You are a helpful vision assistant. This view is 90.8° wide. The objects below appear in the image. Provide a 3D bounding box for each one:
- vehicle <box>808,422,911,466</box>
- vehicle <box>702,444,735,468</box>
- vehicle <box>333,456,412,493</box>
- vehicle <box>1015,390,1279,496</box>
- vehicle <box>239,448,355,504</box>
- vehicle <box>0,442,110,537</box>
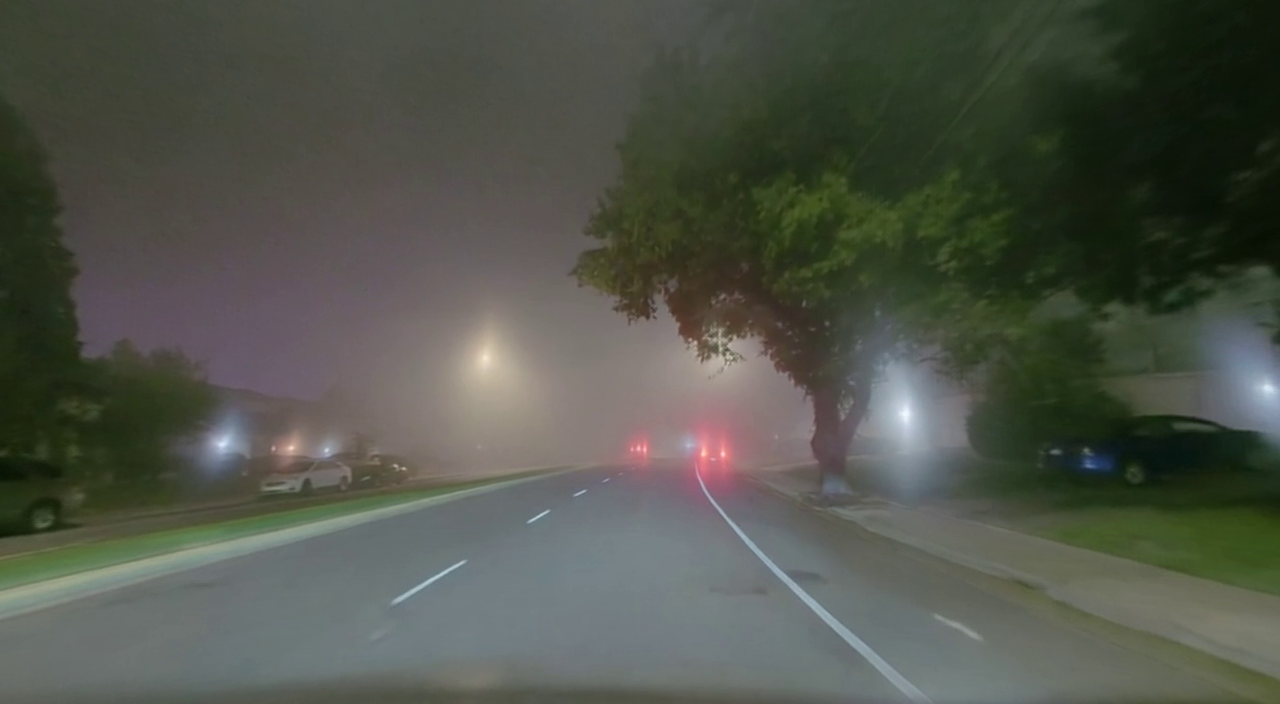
[{"bbox_3d":[11.259,4.757,32.641,4.463,1.765,1.960,-5,-8,-2],"label":"vehicle"},{"bbox_3d":[5.158,6.836,41.835,2.016,1.477,4.207,-1,-8,5],"label":"vehicle"},{"bbox_3d":[-13.171,6.018,31.390,1.695,1.423,4.371,-8,-9,4],"label":"vehicle"},{"bbox_3d":[10.629,1.861,13.048,4.383,1.602,1.920,-6,-8,0],"label":"vehicle"},{"bbox_3d":[-13.780,4.966,25.720,2.009,1.789,4.449,-8,-9,4],"label":"vehicle"},{"bbox_3d":[-14.247,2.881,12.682,2.114,1.931,5.936,-6,-8,1],"label":"vehicle"}]
